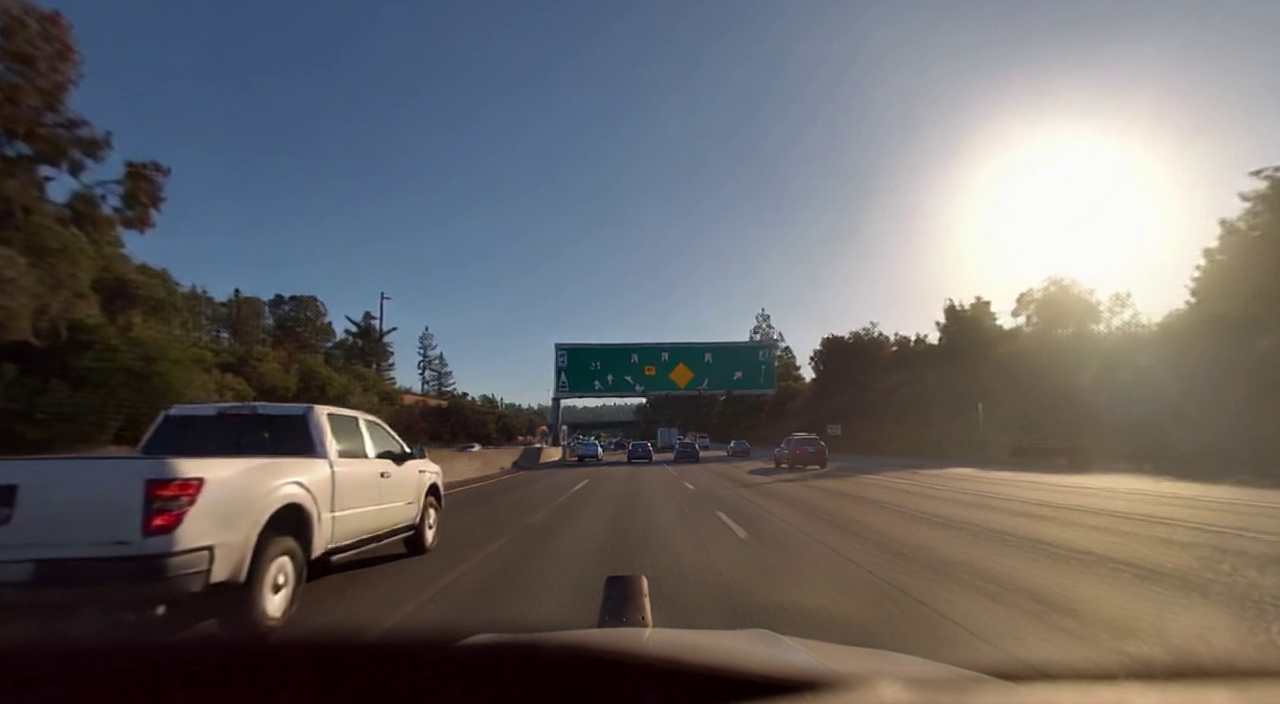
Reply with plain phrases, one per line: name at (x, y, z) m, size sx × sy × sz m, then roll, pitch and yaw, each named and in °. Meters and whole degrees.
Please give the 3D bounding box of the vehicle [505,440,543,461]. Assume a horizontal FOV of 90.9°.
vehicle at (-9.092, 7.780, 49.878) m, size 2.089 × 1.532 × 4.432 m, roll 0°, pitch -9°, yaw 1°

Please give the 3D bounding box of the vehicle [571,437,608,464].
vehicle at (-3.390, 6.719, 42.936) m, size 2.140 × 1.720 × 4.410 m, roll 0°, pitch -9°, yaw 0°

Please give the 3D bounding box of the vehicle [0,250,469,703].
vehicle at (-3.421, 1.028, 4.794) m, size 2.487 × 1.979 × 5.742 m, roll 0°, pitch -8°, yaw 2°

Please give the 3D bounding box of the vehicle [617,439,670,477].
vehicle at (0.128, 4.471, 26.781) m, size 2.071 × 1.464 × 4.162 m, roll 0°, pitch -9°, yaw 0°

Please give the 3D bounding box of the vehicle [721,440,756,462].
vehicle at (7.198, 7.259, 46.434) m, size 1.894 × 1.511 × 4.148 m, roll 0°, pitch -9°, yaw -1°

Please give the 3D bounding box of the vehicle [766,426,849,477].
vehicle at (6.939, 4.198, 26.807) m, size 2.094 × 1.916 × 5.099 m, roll 0°, pitch -9°, yaw 0°
